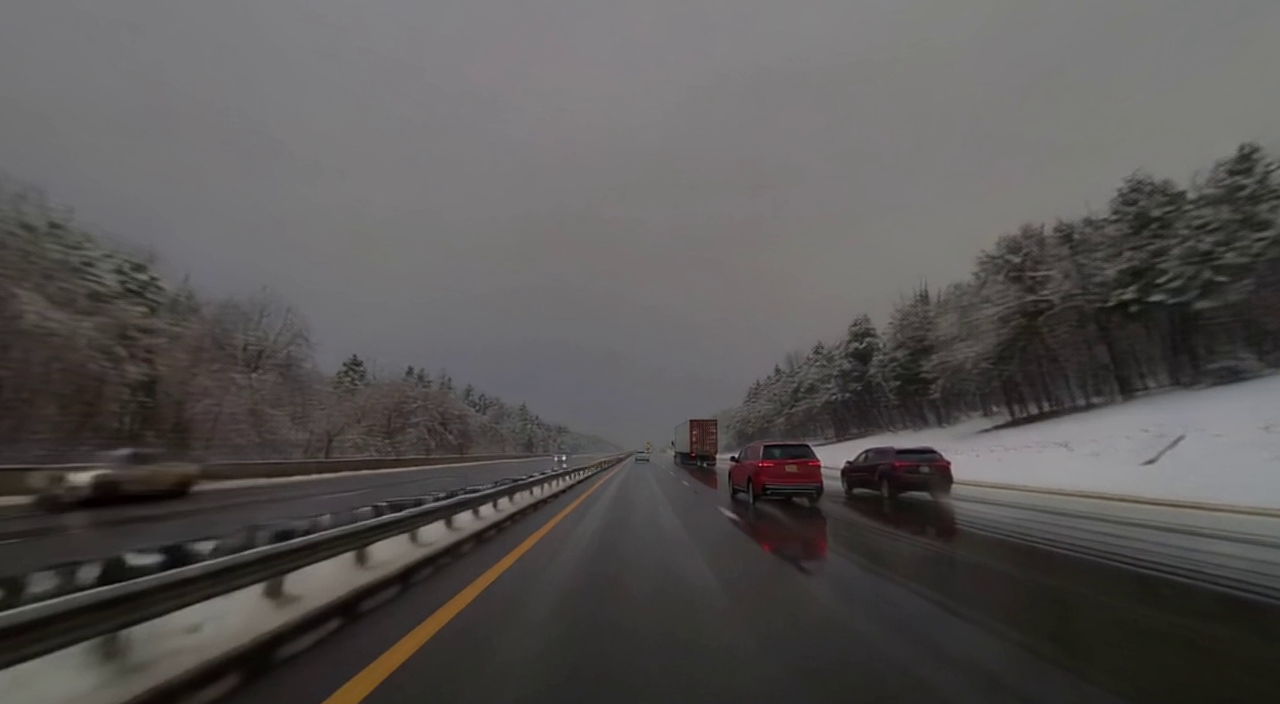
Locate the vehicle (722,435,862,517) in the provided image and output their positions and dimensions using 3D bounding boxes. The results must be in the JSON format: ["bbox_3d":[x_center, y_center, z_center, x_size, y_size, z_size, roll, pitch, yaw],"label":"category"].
[{"bbox_3d":[3.434,2.903,15.287,2.130,1.658,4.537,0,-9,-2],"label":"vehicle"}]

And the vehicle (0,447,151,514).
[{"bbox_3d":[-15.126,3.213,16.248,1.856,1.488,4.033,0,-9,-1],"label":"vehicle"}]

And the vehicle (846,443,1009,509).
[{"bbox_3d":[7.274,3.165,16.622,2.024,1.471,4.618,0,-9,-1],"label":"vehicle"}]
